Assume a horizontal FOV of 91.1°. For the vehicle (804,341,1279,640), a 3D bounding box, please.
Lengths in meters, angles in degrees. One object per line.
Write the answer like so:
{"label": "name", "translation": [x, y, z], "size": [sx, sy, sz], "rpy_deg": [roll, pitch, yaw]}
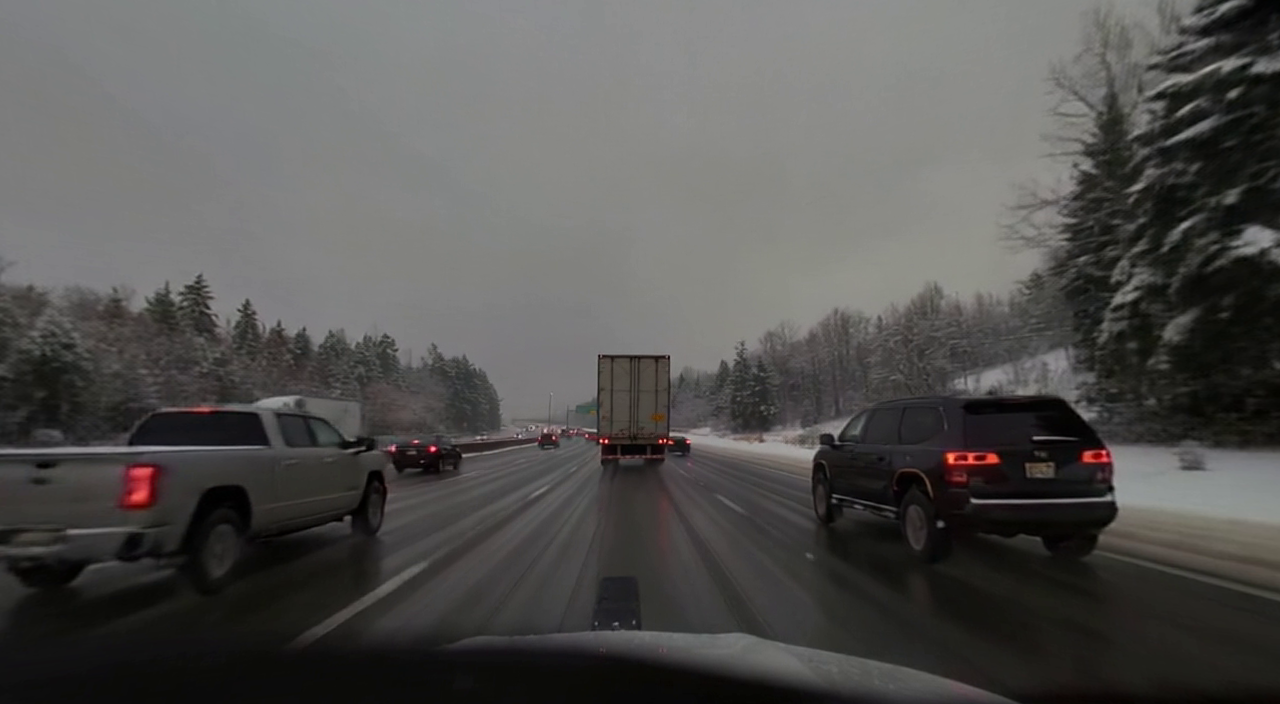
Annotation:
{"label": "vehicle", "translation": [3.457, 1.167, 6.388], "size": [2.118, 1.832, 4.901], "rpy_deg": [0, -8, -2]}

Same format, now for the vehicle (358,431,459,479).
{"label": "vehicle", "translation": [-7.918, 3.526, 21.944], "size": [2.059, 1.500, 4.001], "rpy_deg": [0, -8, -1]}

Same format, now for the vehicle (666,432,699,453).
{"label": "vehicle", "translation": [3.226, 6.919, 48.388], "size": [2.044, 1.508, 4.716], "rpy_deg": [0, -8, -2]}

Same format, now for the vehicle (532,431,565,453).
{"label": "vehicle", "translation": [-7.130, 7.041, 49.225], "size": [2.134, 1.650, 4.133], "rpy_deg": [0, -8, -2]}

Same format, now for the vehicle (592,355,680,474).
{"label": "vehicle", "translation": [-0.452, 2.769, 26.128], "size": [2.904, 3.915, 10.473], "rpy_deg": [0, -8, -3]}

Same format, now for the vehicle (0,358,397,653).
{"label": "vehicle", "translation": [-4.243, 1.201, 5.988], "size": [2.134, 1.752, 4.375], "rpy_deg": [0, -8, -1]}
